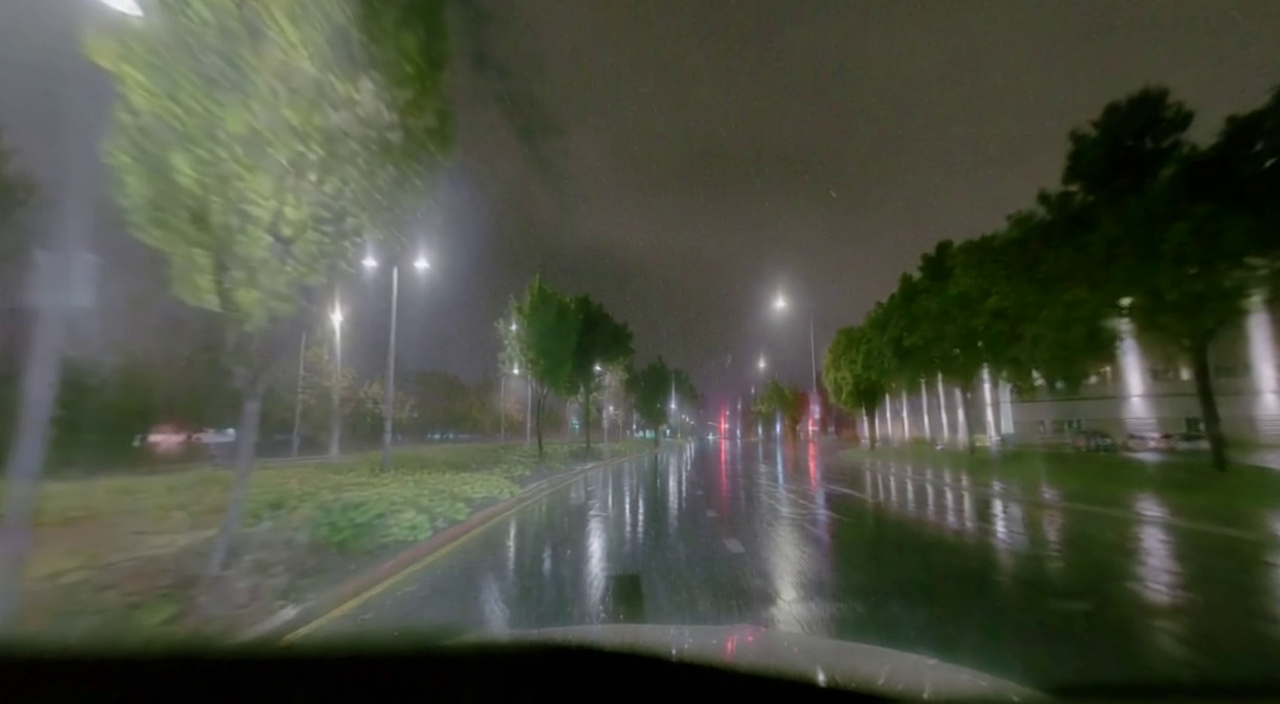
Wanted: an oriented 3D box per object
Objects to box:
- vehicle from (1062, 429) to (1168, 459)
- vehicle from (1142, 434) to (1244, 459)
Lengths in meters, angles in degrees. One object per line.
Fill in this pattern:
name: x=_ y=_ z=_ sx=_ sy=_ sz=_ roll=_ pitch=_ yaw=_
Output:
vehicle: x=33.840 y=6.571 z=45.180 sx=5.608 sy=2.033 sz=2.152 roll=-1 pitch=-8 yaw=5
vehicle: x=32.736 y=5.601 z=37.471 sx=4.329 sy=1.466 sz=1.846 roll=0 pitch=-8 yaw=-1
